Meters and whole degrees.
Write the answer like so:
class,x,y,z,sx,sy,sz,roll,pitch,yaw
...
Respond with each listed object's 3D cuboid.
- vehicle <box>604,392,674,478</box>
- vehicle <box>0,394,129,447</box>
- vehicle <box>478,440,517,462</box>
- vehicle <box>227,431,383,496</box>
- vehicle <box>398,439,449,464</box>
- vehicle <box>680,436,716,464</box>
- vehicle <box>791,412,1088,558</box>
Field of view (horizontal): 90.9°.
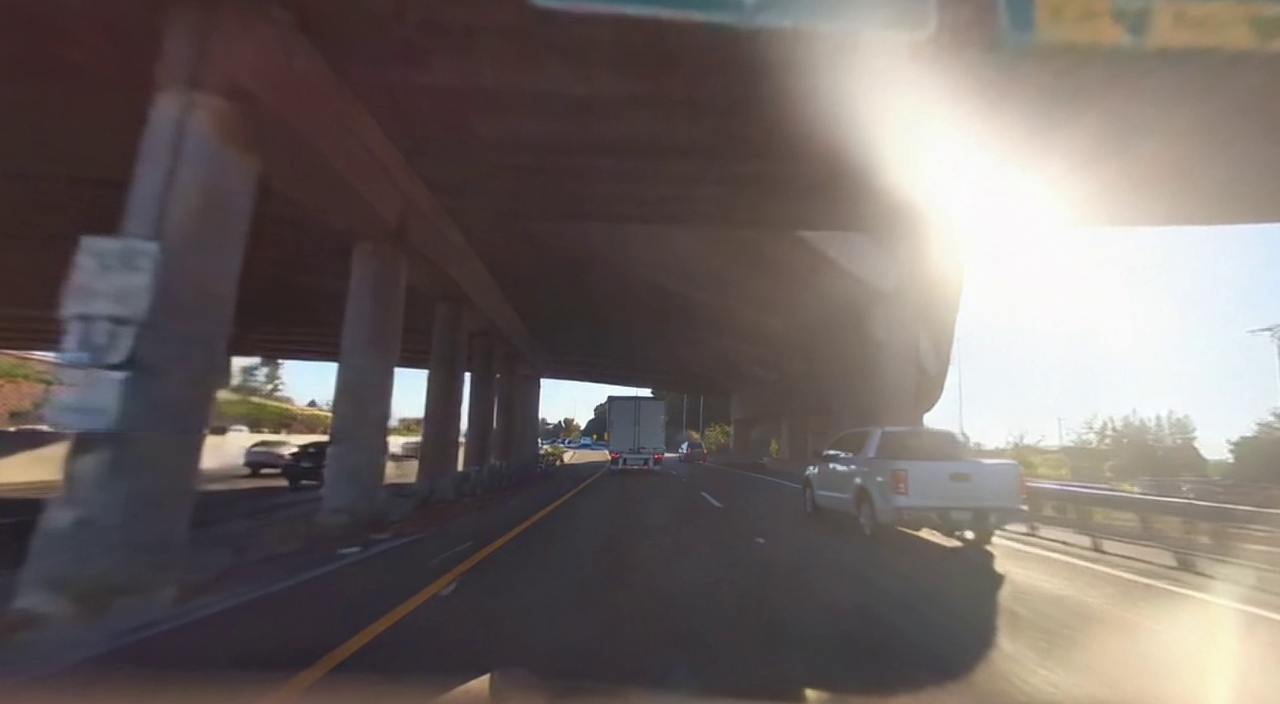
class,x,y,z,sx,sy,sz,roll,pitch,yaw
vehicle,-0.125,4.265,31.969,2.916,3.584,10.841,0,-8,-1
vehicle,-44.389,5.458,48.881,2.912,3.705,8.180,0,-8,-3
vehicle,-10.619,7.401,47.275,2.057,1.506,4.829,0,-8,-3
vehicle,-9.039,3.030,17.565,2.006,1.562,4.475,0,-8,-2
vehicle,-13.778,6.334,40.356,1.906,1.510,4.303,0,-8,-2
vehicle,4.438,7.586,48.960,2.174,1.968,5.016,0,-8,-2
vehicle,4.151,1.944,10.060,2.189,1.709,5.131,0,-8,0
